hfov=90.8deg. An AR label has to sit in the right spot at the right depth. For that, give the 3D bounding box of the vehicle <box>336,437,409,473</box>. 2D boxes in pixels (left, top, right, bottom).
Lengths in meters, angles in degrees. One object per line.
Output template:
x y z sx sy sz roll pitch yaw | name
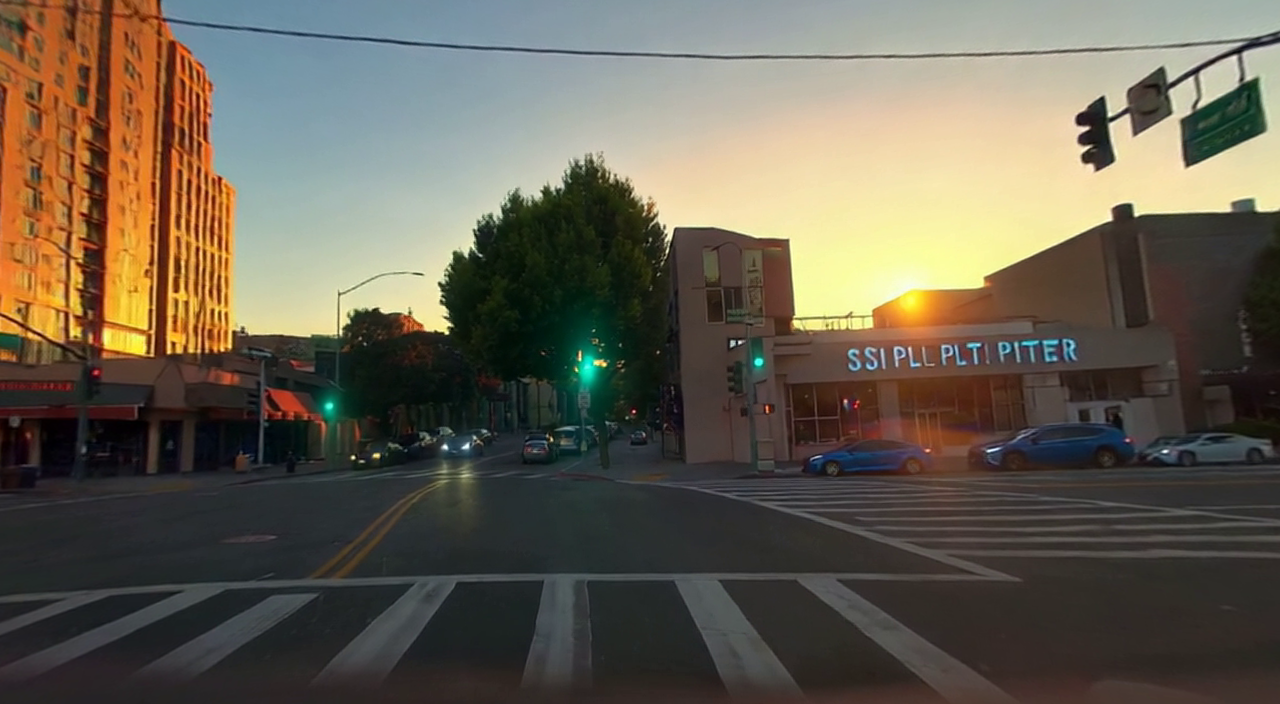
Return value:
-14.351 5.534 34.169 1.933 1.461 4.393 -5 -5 1 | vehicle

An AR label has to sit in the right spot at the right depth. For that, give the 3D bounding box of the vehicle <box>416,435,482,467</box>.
-9.772 5.092 32.674 2.119 1.485 4.472 0 -8 -1 | vehicle

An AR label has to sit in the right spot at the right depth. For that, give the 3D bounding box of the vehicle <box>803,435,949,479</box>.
8.251 3.699 22.409 4.426 1.446 1.795 -1 -8 1 | vehicle

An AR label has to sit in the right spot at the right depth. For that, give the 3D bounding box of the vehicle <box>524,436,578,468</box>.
-4.451 5.054 32.178 1.892 1.481 4.365 -1 -8 3 | vehicle

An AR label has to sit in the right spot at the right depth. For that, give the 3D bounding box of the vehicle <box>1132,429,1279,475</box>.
20.161 3.422 21.738 4.782 1.455 1.936 0 -8 -1 | vehicle

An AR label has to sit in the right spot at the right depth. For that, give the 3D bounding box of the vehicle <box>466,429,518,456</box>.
-9.880 6.111 42.585 2.181 1.723 4.692 -1 -8 3 | vehicle

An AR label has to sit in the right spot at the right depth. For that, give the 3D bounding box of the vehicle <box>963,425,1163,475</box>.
14.604 3.429 22.115 5.420 1.609 2.063 -1 -8 2 | vehicle
